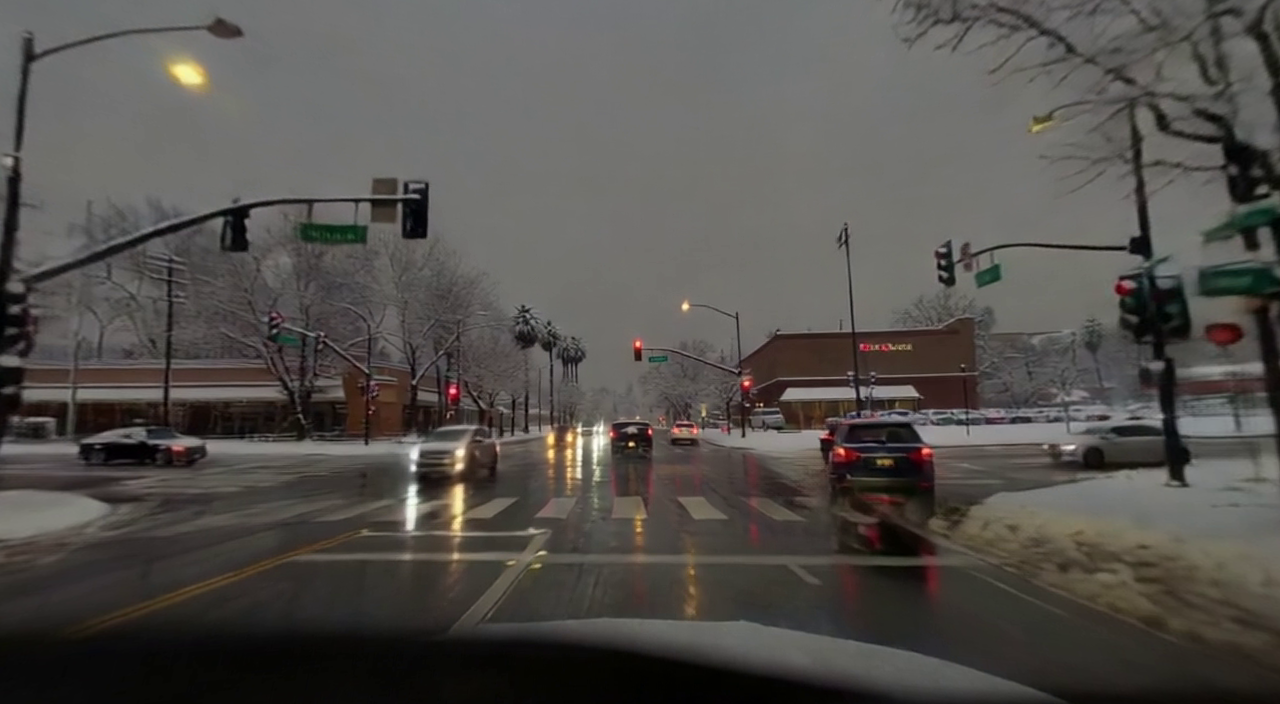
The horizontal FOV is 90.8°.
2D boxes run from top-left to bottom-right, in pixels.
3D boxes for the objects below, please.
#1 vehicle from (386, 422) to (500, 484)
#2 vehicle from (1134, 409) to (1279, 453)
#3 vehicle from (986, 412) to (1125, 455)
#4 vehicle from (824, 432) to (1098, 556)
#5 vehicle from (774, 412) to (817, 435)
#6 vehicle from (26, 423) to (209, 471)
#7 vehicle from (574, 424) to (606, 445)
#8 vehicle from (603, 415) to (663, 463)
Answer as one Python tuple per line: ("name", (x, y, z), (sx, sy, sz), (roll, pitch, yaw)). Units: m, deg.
("vehicle", (-5.874, 3.076, 19.475), (2.040, 1.670, 4.508), (0, -8, 0))
("vehicle", (23.730, 3.318, 26.339), (4.466, 1.740, 2.021), (0, -8, 0))
("vehicle", (17.020, 3.369, 26.076), (4.304, 1.685, 1.947), (0, -8, 1))
("vehicle", (4.511, 2.034, 9.915), (1.963, 1.449, 4.653), (0, -8, 2))
("vehicle", (11.433, 5.326, 46.779), (1.899, 1.550, 4.531), (-1, -8, -1))
("vehicle", (-20.876, 3.834, 25.394), (5.674, 1.804, 2.190), (-1, -8, 6))
("vehicle", (-3.616, 6.075, 46.347), (1.921, 1.491, 4.332), (0, -8, 1))
("vehicle", (-0.312, 3.631, 26.318), (2.264, 1.798, 4.531), (0, -8, -1))
